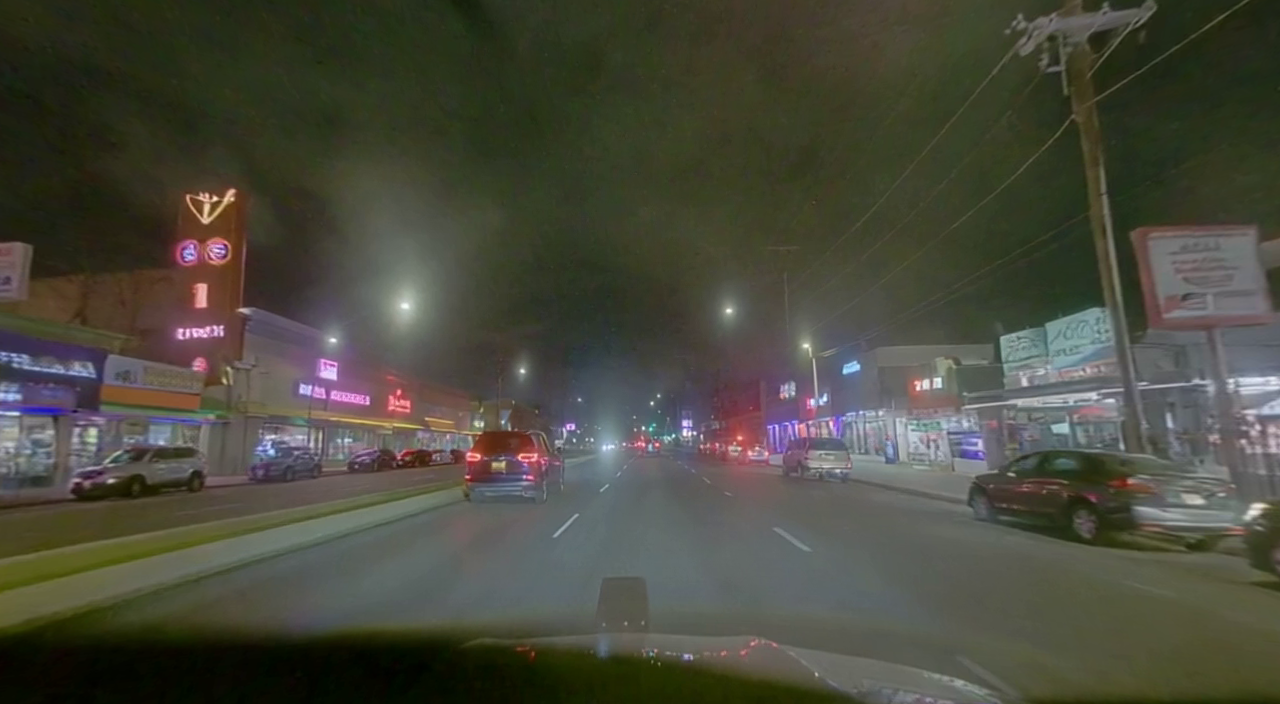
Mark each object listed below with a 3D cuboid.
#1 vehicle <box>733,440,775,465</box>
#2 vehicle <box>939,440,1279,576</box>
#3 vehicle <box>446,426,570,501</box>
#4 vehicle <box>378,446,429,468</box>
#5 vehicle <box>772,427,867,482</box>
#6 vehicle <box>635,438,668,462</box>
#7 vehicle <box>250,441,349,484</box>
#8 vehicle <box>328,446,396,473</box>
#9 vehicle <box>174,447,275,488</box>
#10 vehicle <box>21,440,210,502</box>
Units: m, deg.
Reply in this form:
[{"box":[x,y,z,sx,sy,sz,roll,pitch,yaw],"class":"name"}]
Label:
[{"box":[7.251,6.461,40.561,1.871,1.478,4.272,0,-8,0],"class":"vehicle"},{"box":[6.475,2.010,9.096,1.982,1.428,4.726,0,-8,0],"class":"vehicle"},{"box":[-3.179,2.798,16.227,2.049,1.646,4.445,-1,-8,2],"class":"vehicle"},{"box":[-16.756,7.455,44.931,1.788,1.475,4.737,0,-8,0],"class":"vehicle"},{"box":[6.633,3.874,24.009,2.098,1.845,5.117,0,-8,0],"class":"vehicle"},{"box":[0.711,6.302,40.618,2.037,1.484,4.073,0,-8,0],"class":"vehicle"},{"box":[-16.870,5.449,31.586,2.293,1.736,4.871,-2,-6,0],"class":"vehicle"},{"box":[-16.850,6.525,38.494,1.984,1.494,4.815,0,-8,0],"class":"vehicle"},{"box":[-17.164,4.749,26.224,1.816,1.564,3.442,0,-8,0],"class":"vehicle"},{"box":[-17.046,3.852,20.931,2.150,1.802,4.772,0,-8,-1],"class":"vehicle"}]
